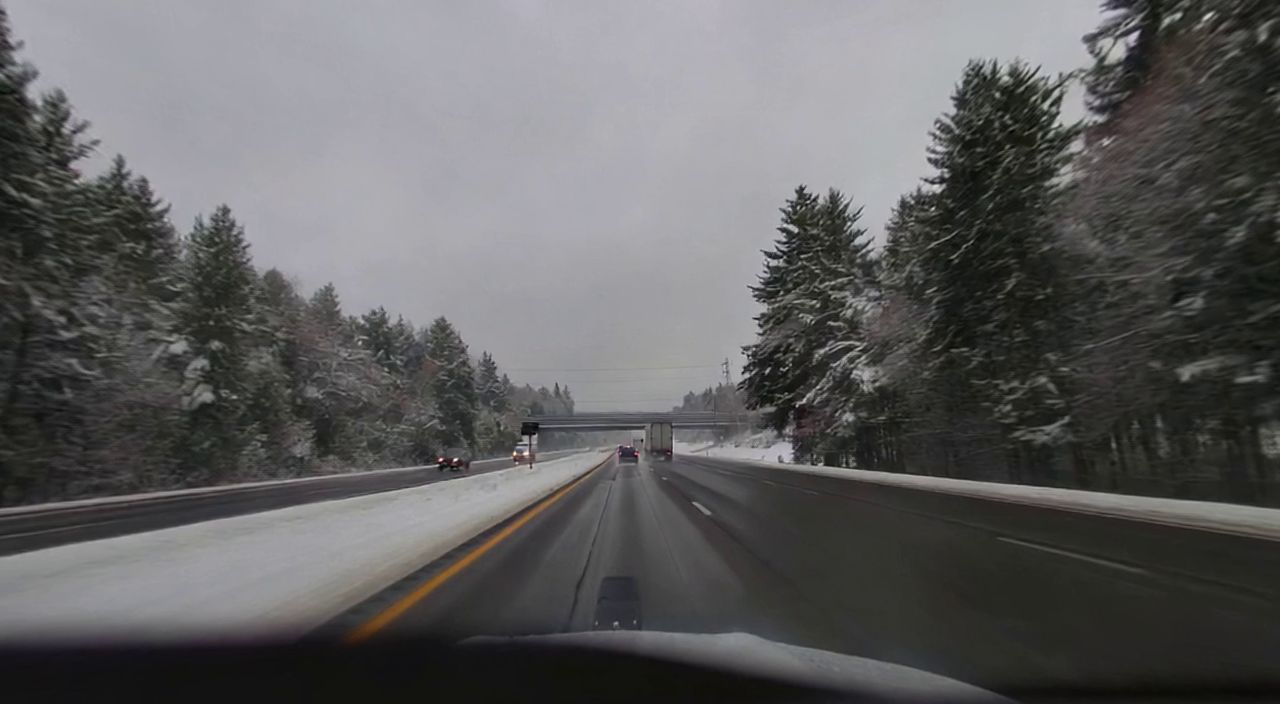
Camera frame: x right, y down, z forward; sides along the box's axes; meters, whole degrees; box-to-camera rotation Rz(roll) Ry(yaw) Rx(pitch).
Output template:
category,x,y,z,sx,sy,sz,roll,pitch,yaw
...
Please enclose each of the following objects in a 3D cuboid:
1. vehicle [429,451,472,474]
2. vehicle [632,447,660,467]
category,x,y,z,sx,sy,sz,roll,pitch,yaw
vehicle,-14.110,8.242,46.992,1.930,1.569,4.186,0,-9,0
vehicle,0.401,8.307,49.710,1.961,1.454,3.755,0,-9,-3
